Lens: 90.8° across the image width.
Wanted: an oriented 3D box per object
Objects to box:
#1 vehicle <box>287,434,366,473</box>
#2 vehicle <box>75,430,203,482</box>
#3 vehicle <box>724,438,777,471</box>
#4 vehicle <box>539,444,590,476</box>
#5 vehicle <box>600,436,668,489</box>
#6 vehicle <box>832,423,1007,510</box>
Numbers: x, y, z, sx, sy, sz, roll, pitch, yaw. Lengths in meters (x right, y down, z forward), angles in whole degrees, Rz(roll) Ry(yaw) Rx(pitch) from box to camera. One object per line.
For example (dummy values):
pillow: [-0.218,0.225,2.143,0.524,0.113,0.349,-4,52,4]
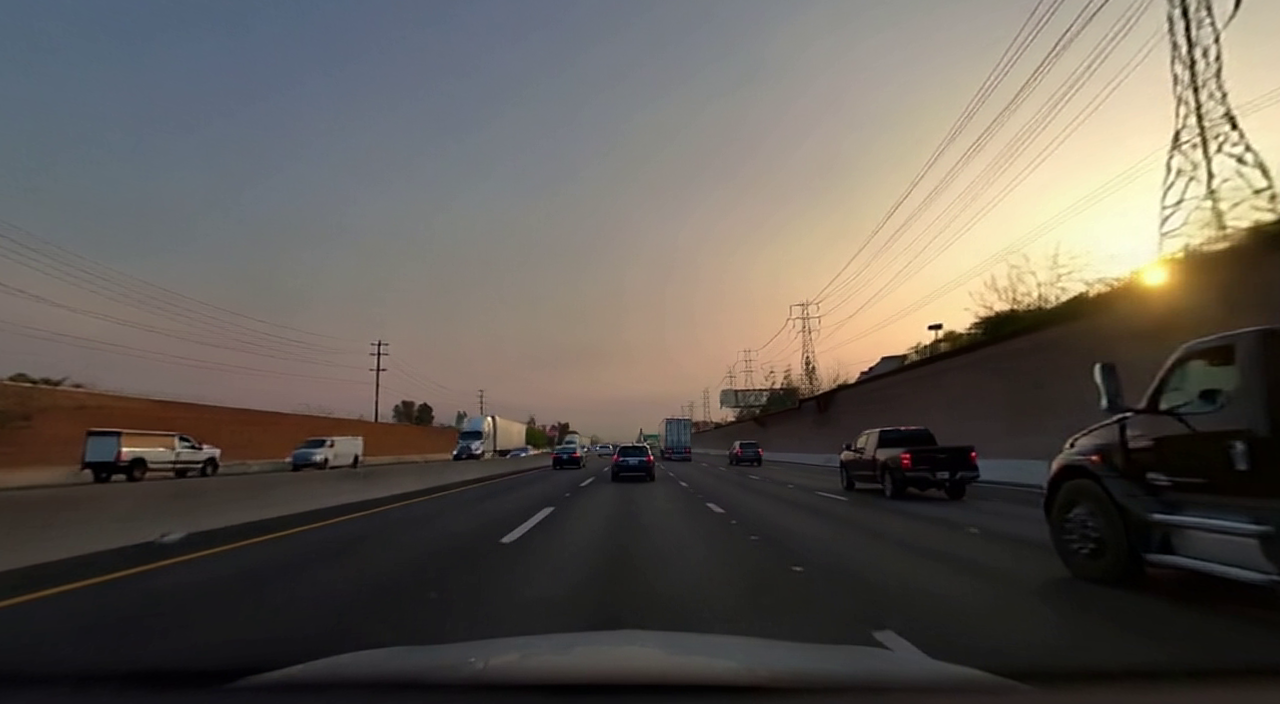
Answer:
vehicle: [-20.947,6.816,42.585,2.247,2.391,5.960,0,-9,0]
vehicle: [-31.755,6.533,40.503,2.736,2.994,6.731,0,-7,-1]
vehicle: [7.026,6.569,40.785,2.302,1.973,5.502,0,-9,-1]
vehicle: [-3.766,5.476,32.251,2.025,1.498,4.675,0,-9,0]
vehicle: [-0.200,3.894,22.517,2.191,1.685,4.015,0,-9,0]
vehicle: [6.861,2.887,16.332,2.086,1.862,5.232,0,-9,0]
